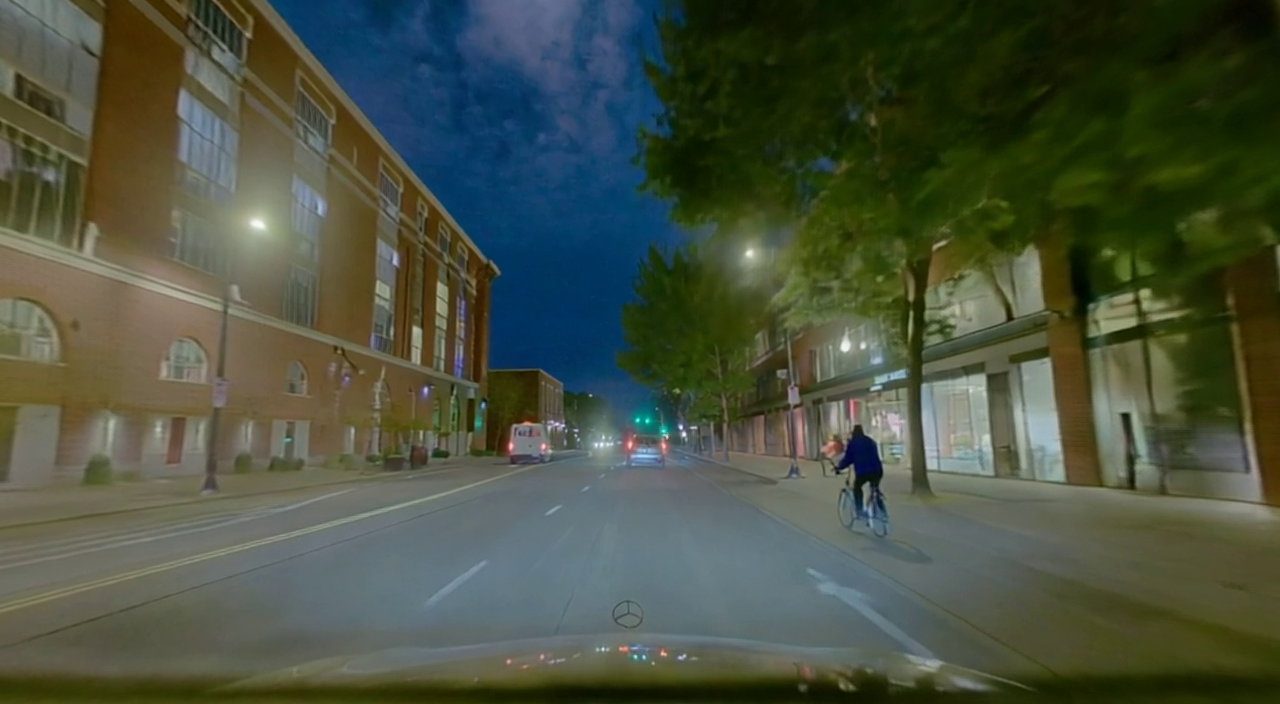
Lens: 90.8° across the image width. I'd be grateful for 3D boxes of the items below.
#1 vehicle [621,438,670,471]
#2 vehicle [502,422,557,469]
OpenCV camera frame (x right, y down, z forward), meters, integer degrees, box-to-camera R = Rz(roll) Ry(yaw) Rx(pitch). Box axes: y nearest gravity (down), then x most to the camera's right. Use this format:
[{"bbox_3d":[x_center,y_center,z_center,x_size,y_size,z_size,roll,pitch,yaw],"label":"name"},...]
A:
[{"bbox_3d":[0.311,5.327,33.027,2.356,1.572,4.810,0,-8,1],"label":"vehicle"},{"bbox_3d":[-6.657,5.706,38.782,2.418,2.620,5.522,-1,-8,0],"label":"vehicle"}]
